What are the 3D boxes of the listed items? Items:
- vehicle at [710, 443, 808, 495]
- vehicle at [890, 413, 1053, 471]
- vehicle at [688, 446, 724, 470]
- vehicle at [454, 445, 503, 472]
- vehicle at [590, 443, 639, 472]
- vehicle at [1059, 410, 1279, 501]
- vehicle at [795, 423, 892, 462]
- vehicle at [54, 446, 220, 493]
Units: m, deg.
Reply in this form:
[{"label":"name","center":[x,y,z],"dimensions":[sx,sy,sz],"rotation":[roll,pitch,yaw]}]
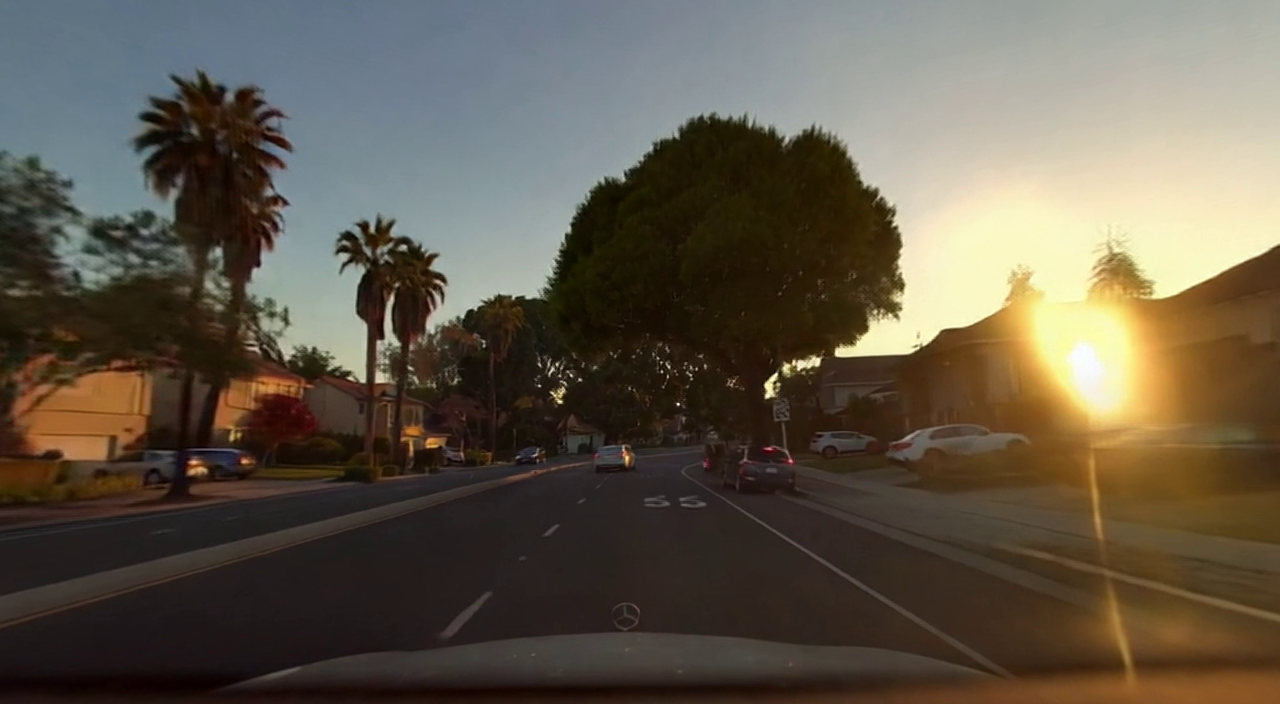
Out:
[{"label":"vehicle","center":[3.683,3.735,20.586],"dimensions":[2.025,1.456,4.865],"rotation":[0,-9,-3]},{"label":"vehicle","center":[11.969,3.334,23.114],"dimensions":[4.710,1.731,1.972],"rotation":[-4,-10,7]},{"label":"vehicle","center":[4.231,6.874,41.116],"dimensions":[2.037,1.425,4.621],"rotation":[0,-9,3]},{"label":"vehicle","center":[-12.470,8.313,49.222],"dimensions":[2.131,1.902,4.924],"rotation":[-3,-10,6]},{"label":"vehicle","center":[-1.308,5.724,34.378],"dimensions":[2.035,1.474,4.284],"rotation":[-1,-9,6]},{"label":"vehicle","center":[11.354,2.017,12.690],"dimensions":[4.454,1.499,1.821],"rotation":[-3,-9,0]},{"label":"vehicle","center":[13.611,6.107,42.370],"dimensions":[5.550,2.066,2.288],"rotation":[-10,-13,29]},{"label":"vehicle","center":[-20.008,4.669,25.298],"dimensions":[4.992,1.779,1.928],"rotation":[0,-9,2]}]
